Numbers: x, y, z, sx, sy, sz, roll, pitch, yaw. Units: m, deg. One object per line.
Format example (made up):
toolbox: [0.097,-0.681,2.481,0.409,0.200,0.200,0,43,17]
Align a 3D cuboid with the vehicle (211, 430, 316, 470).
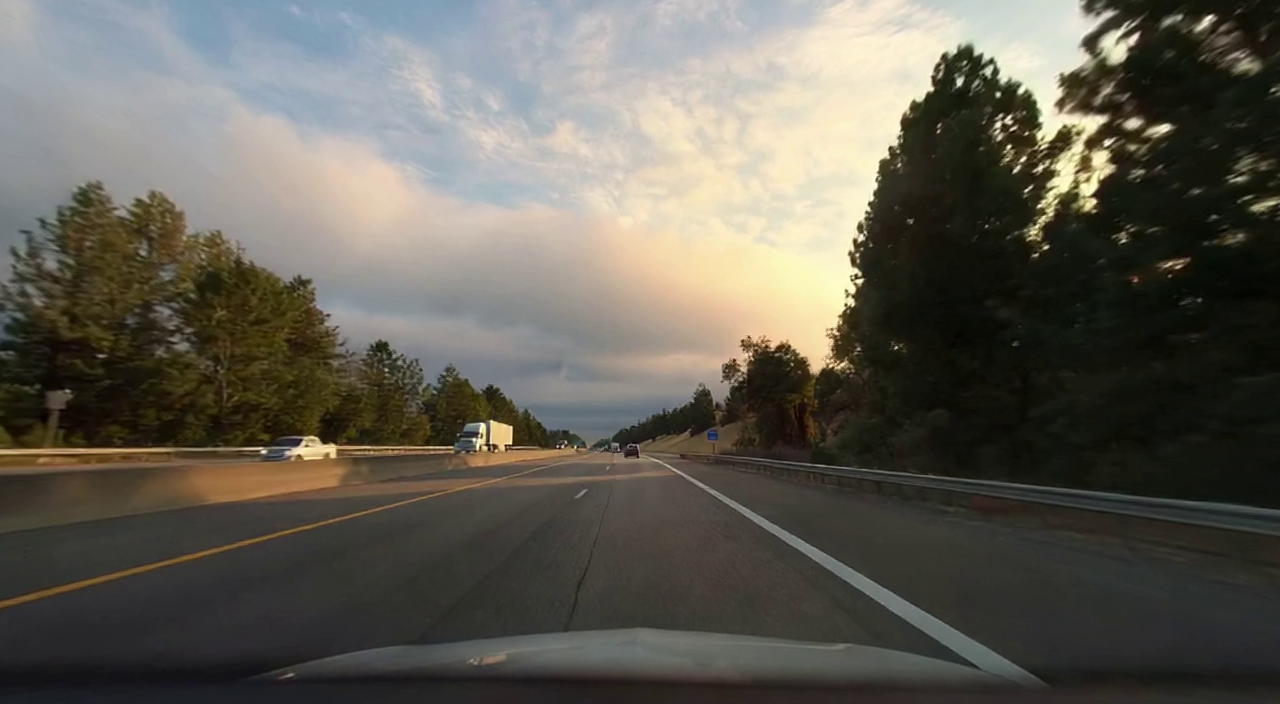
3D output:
vehicle: [-16.724,4.408,28.227,1.967,1.632,4.428,0,-9,0]
